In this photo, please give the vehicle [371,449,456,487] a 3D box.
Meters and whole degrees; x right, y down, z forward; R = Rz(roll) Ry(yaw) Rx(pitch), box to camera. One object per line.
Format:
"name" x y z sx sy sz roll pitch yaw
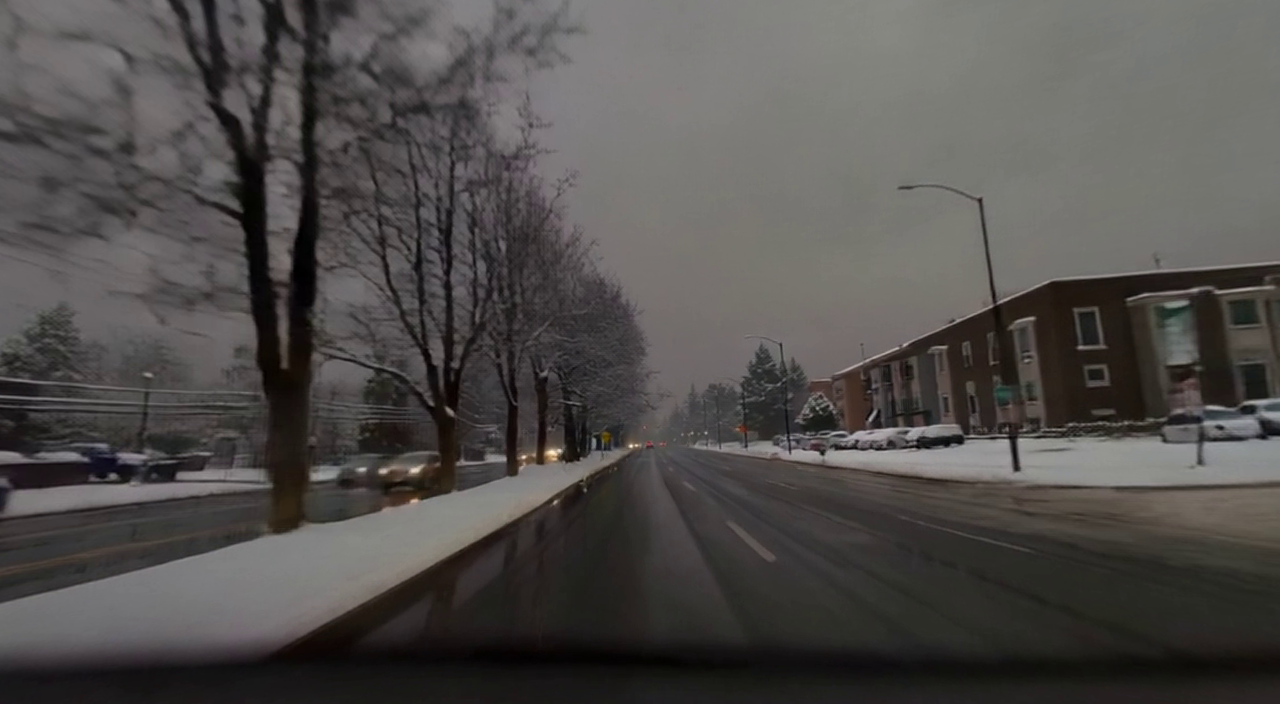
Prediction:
"vehicle" -9.787 5.023 27.701 1.942 1.468 4.708 0 -9 1
